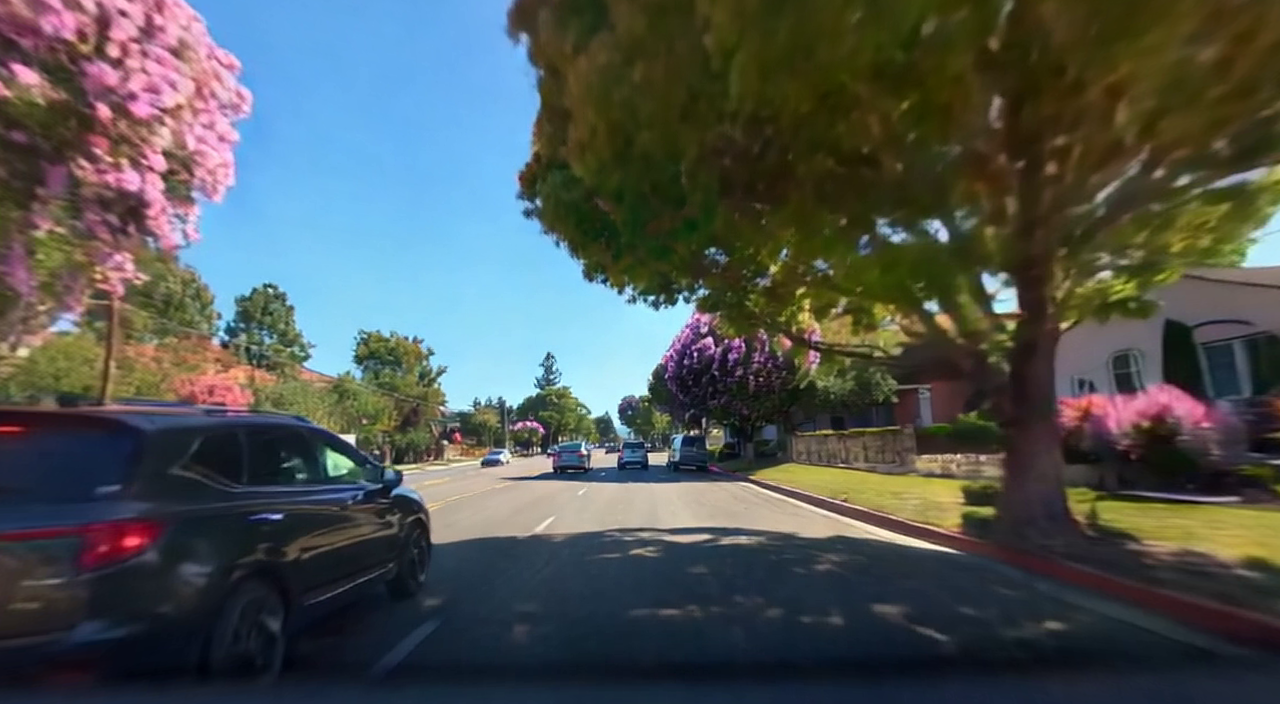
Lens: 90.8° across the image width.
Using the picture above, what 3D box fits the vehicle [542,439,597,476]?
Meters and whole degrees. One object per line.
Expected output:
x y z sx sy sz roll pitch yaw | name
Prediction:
-3.266 5.035 30.273 2.167 1.634 4.220 0 -9 0 | vehicle

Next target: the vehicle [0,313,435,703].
-3.216 1.031 3.853 2.257 1.751 5.028 0 -9 0 | vehicle

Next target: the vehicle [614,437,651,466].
-0.513 6.631 42.096 2.376 1.801 4.317 0 -9 -1 | vehicle

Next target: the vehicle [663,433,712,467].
3.007 6.350 41.092 2.653 2.058 5.096 0 -9 -1 | vehicle
